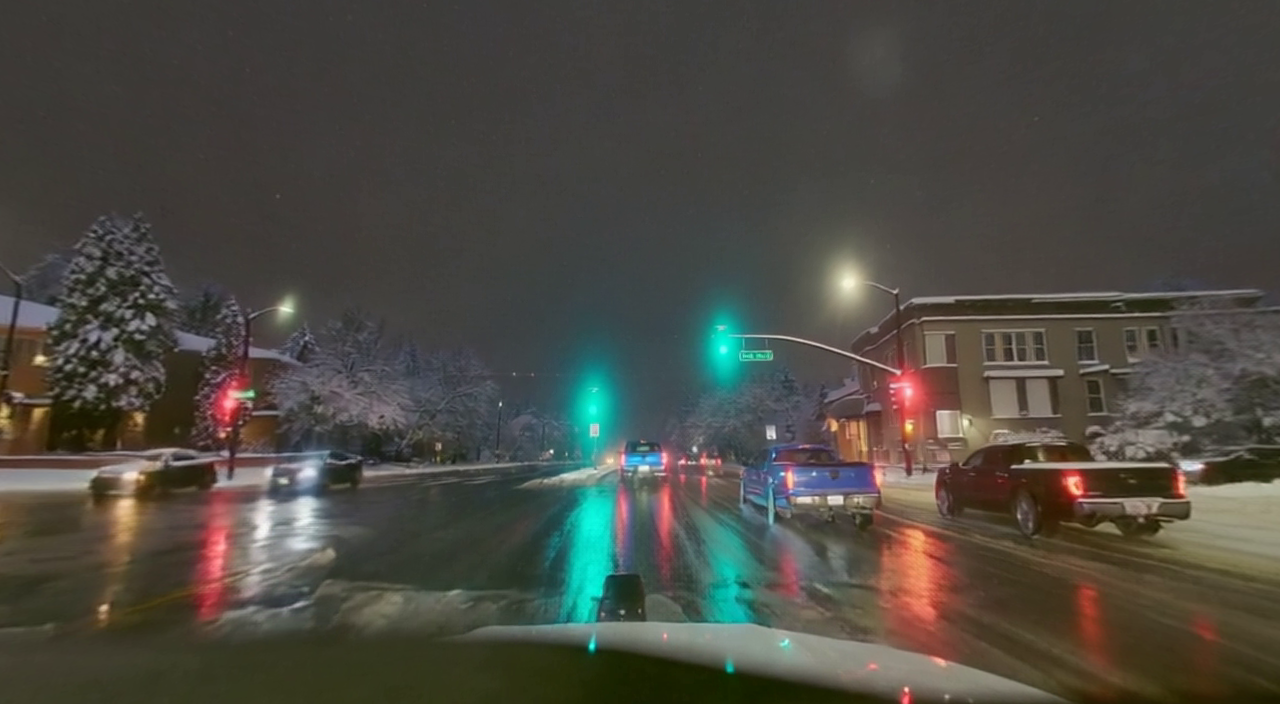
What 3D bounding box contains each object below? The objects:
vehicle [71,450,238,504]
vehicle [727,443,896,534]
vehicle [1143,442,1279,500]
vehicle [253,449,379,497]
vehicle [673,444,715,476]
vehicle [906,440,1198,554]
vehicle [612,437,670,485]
[{"bbox_3d":[-15.448,3.956,20.475,1.915,1.491,4.347,0,-8,0],"label":"vehicle"},{"bbox_3d":[3.147,2.586,12.689,2.057,1.463,4.365,0,-8,-1],"label":"vehicle"},{"bbox_3d":[17.450,3.281,17.738,4.869,1.463,2.198,0,-8,-4],"label":"vehicle"},{"bbox_3d":[-11.318,4.226,22.538,1.989,1.459,4.667,0,-8,1],"label":"vehicle"},{"bbox_3d":[3.176,6.438,37.958,2.013,1.742,4.424,0,-8,-1],"label":"vehicle"},{"bbox_3d":[6.412,2.259,10.673,1.855,1.469,4.598,0,-8,1],"label":"vehicle"},{"bbox_3d":[0.043,4.756,27.859,2.344,1.883,4.572,0,-8,0],"label":"vehicle"}]
